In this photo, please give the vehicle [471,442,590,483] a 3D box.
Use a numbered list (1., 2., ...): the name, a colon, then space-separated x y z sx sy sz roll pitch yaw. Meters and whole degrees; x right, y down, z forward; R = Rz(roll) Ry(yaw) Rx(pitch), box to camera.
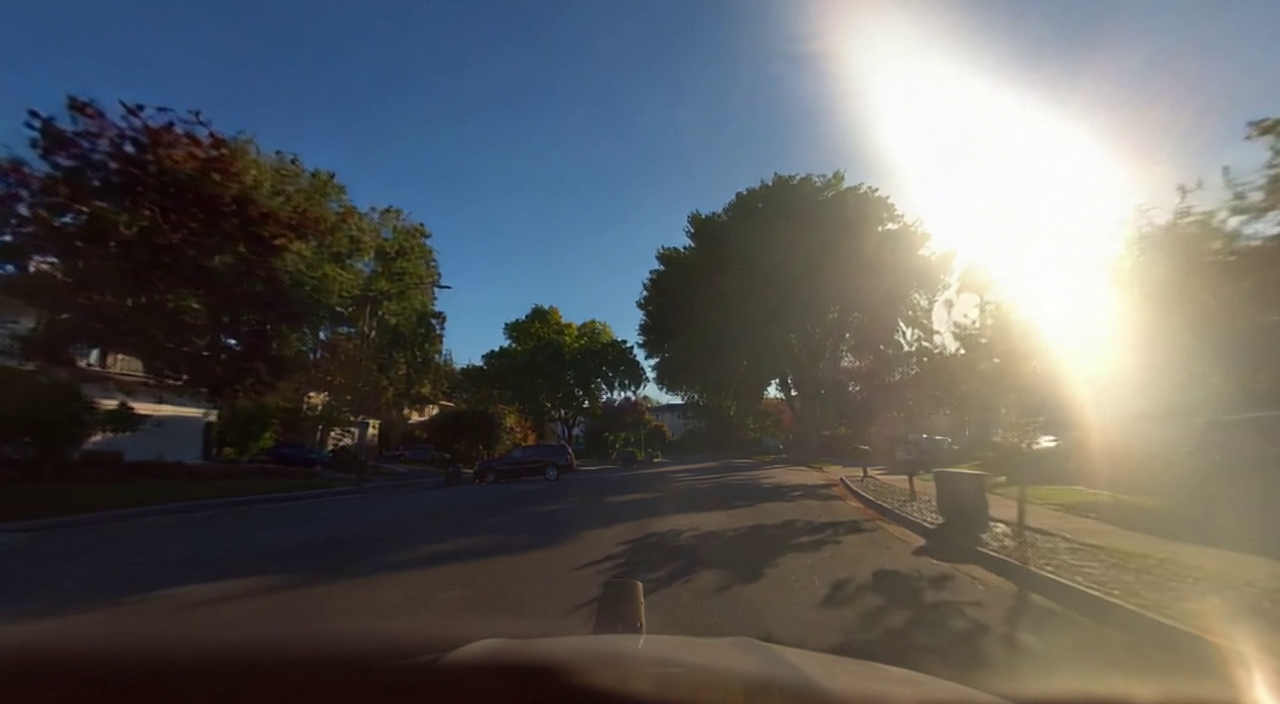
1. vehicle: -4.697 4.788 27.517 4.692 1.660 1.879 -1 -9 9
